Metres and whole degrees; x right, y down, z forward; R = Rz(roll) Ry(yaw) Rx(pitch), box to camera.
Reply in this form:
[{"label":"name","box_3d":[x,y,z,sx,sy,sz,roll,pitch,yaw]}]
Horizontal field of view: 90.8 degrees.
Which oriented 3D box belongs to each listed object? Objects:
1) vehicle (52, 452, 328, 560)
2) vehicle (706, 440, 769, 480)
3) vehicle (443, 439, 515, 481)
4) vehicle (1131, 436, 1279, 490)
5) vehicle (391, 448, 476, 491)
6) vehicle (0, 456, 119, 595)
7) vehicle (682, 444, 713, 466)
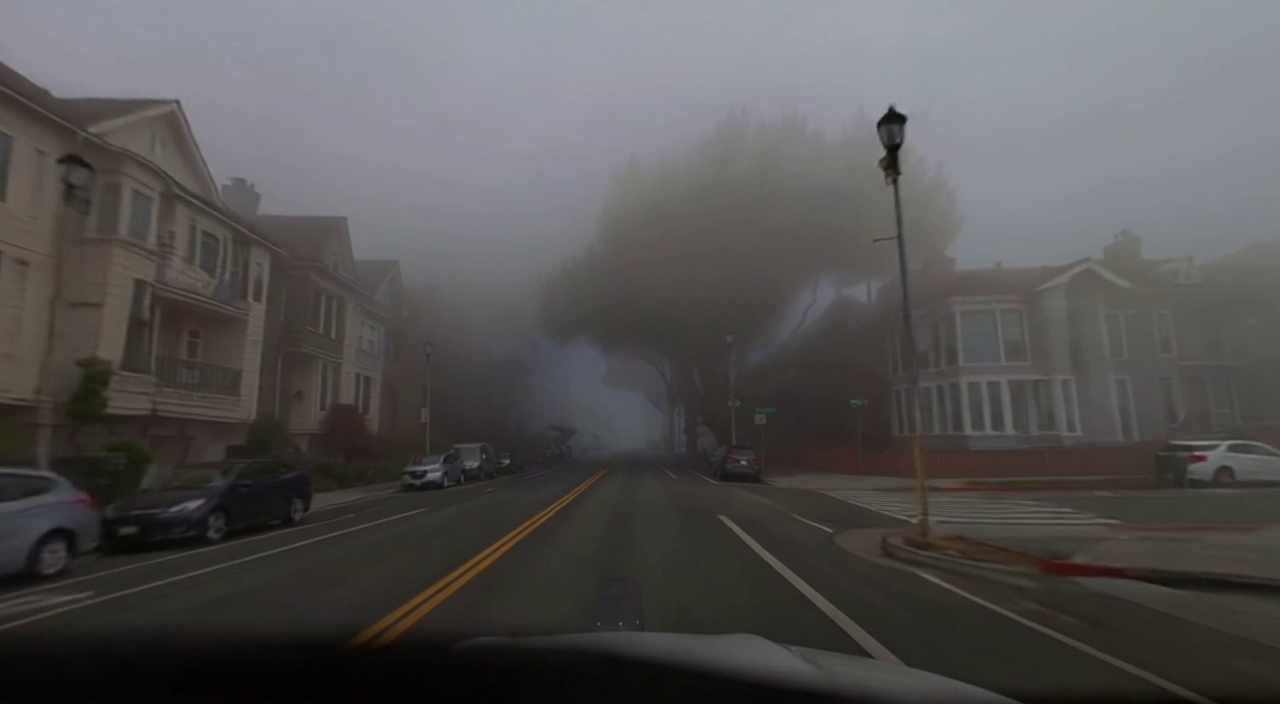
[{"label":"vehicle","box_3d":[-7.869,2.663,11.771,1.836,1.474,4.565,-2,-8,-1]},{"label":"vehicle","box_3d":[4.414,4.976,29.373,2.034,1.674,4.271,0,-9,-3]},{"label":"vehicle","box_3d":[-7.738,5.261,30.898,2.283,1.853,4.903,-1,-9,-1]},{"label":"vehicle","box_3d":[20.196,3.802,21.836,4.568,1.727,2.199,0,-9,-1]},{"label":"vehicle","box_3d":[-7.986,4.559,24.911,1.967,1.517,4.360,0,-9,-1]},{"label":"vehicle","box_3d":[-7.992,1.815,6.131,1.970,1.480,4.616,-1,-8,-1]},{"label":"vehicle","box_3d":[4.227,7.623,47.033,1.845,1.556,3.929,0,-9,-1]}]
